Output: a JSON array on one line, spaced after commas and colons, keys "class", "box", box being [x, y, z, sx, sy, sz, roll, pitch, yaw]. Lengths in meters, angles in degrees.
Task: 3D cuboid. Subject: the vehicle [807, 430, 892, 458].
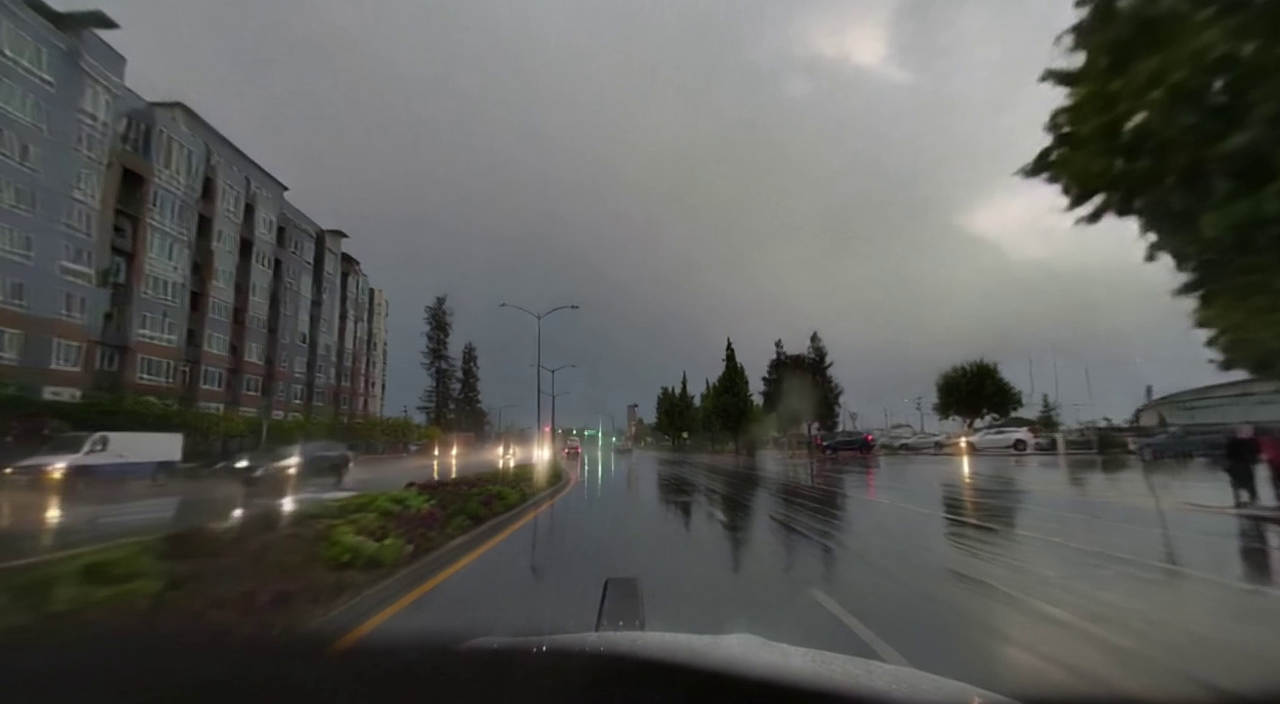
[{"class": "vehicle", "box": [15.716, 6.972, 47.737, 5.829, 1.995, 2.659, -2, -9, 14]}]

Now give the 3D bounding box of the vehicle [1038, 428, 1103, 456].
[{"class": "vehicle", "box": [26.086, 5.456, 38.218, 4.202, 1.577, 2.080, 7, -11, -40]}]

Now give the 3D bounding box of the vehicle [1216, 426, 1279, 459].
[{"class": "vehicle", "box": [31.253, 4.501, 31.353, 4.313, 1.549, 1.851, 2, -9, -17]}]

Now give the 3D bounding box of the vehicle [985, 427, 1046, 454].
[{"class": "vehicle", "box": [23.605, 5.583, 39.637, 2.219, 1.587, 5.047, -8, -11, 41]}]

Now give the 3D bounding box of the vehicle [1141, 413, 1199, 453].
[{"class": "vehicle", "box": [36.624, 5.667, 43.594, 5.151, 2.514, 2.332, 9, -13, -43]}]

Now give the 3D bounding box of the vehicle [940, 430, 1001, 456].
[{"class": "vehicle", "box": [21.598, 5.919, 41.152, 2.218, 1.617, 4.783, -8, -11, 42]}]

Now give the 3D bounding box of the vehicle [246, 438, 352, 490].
[{"class": "vehicle", "box": [-13.199, 4.331, 24.759, 1.927, 1.828, 4.112, 0, -8, -2]}]

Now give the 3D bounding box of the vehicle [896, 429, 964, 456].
[{"class": "vehicle", "box": [21.247, 6.648, 46.457, 4.218, 1.780, 2.331, -1, -10, 17]}]

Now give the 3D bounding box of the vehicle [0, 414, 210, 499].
[{"class": "vehicle", "box": [-20.558, 4.062, 24.931, 2.601, 2.866, 6.588, 0, -9, -2]}]
